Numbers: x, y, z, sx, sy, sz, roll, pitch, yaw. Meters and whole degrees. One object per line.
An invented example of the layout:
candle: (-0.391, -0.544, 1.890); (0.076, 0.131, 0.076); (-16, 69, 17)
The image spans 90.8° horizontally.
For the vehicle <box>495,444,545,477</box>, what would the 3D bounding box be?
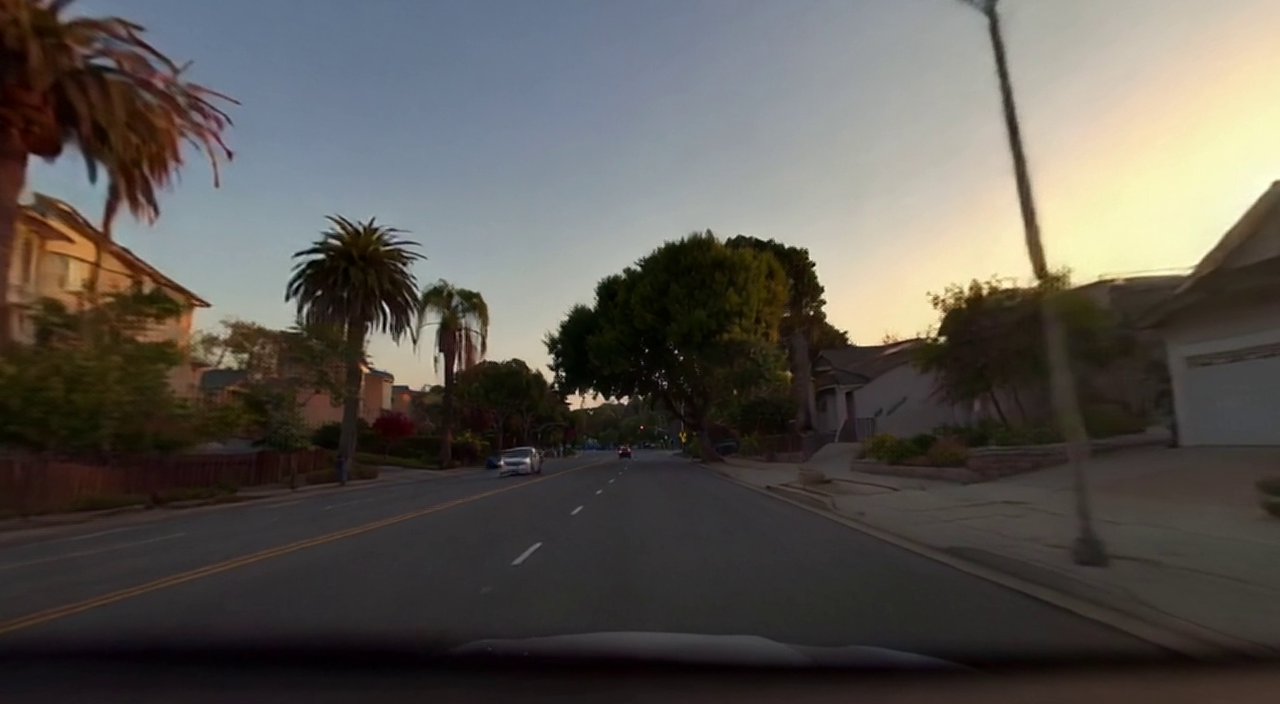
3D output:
vehicle: (-7.024, 6.374, 37.453); (1.992, 1.802, 4.602); (0, -8, 1)
